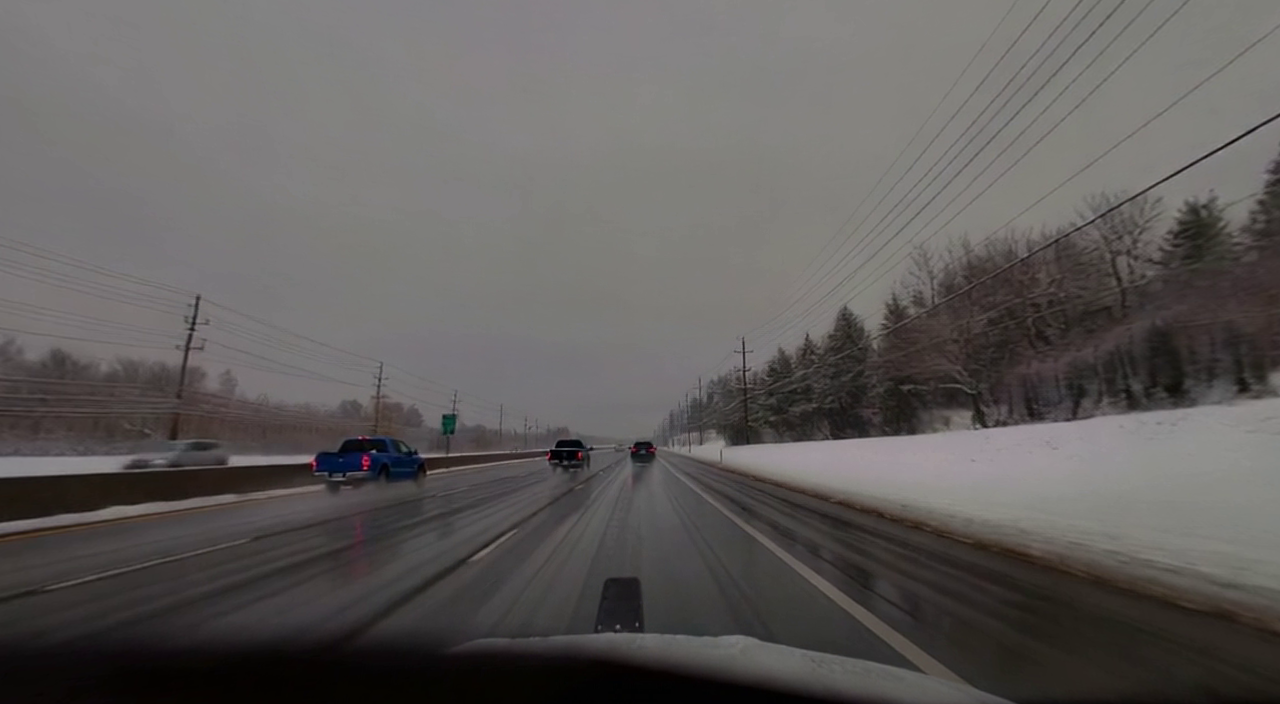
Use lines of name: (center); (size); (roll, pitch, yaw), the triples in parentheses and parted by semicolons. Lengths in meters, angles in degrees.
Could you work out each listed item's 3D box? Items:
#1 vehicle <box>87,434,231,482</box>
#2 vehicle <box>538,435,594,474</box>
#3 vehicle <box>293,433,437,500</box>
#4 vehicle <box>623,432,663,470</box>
vehicle: (-21.065, 4.650, 28.043); (2.146, 1.906, 5.388); (0, -9, 0)
vehicle: (-3.694, 5.240, 32.354); (2.204, 1.812, 5.289); (0, -9, 0)
vehicle: (-7.423, 3.133, 17.651); (2.013, 1.609, 4.446); (0, -9, 0)
vehicle: (0.189, 6.137, 39.258); (2.358, 2.144, 4.713); (0, -9, 0)
